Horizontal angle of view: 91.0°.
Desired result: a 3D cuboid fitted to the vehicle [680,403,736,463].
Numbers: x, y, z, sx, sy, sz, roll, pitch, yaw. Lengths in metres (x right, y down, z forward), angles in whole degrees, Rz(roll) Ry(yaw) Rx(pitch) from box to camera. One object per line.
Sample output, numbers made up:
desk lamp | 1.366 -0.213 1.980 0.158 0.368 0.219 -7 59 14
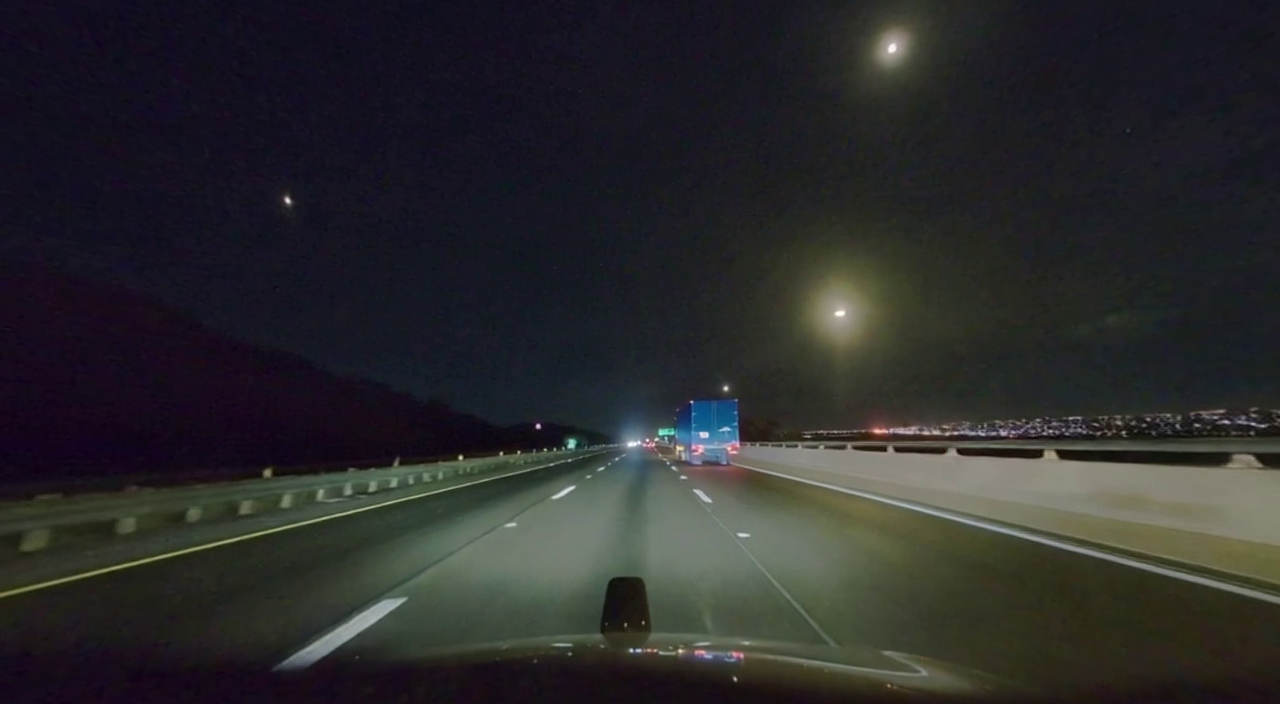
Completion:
vehicle | 4.854 6.077 46.634 3.208 3.950 8.714 0 -8 0
